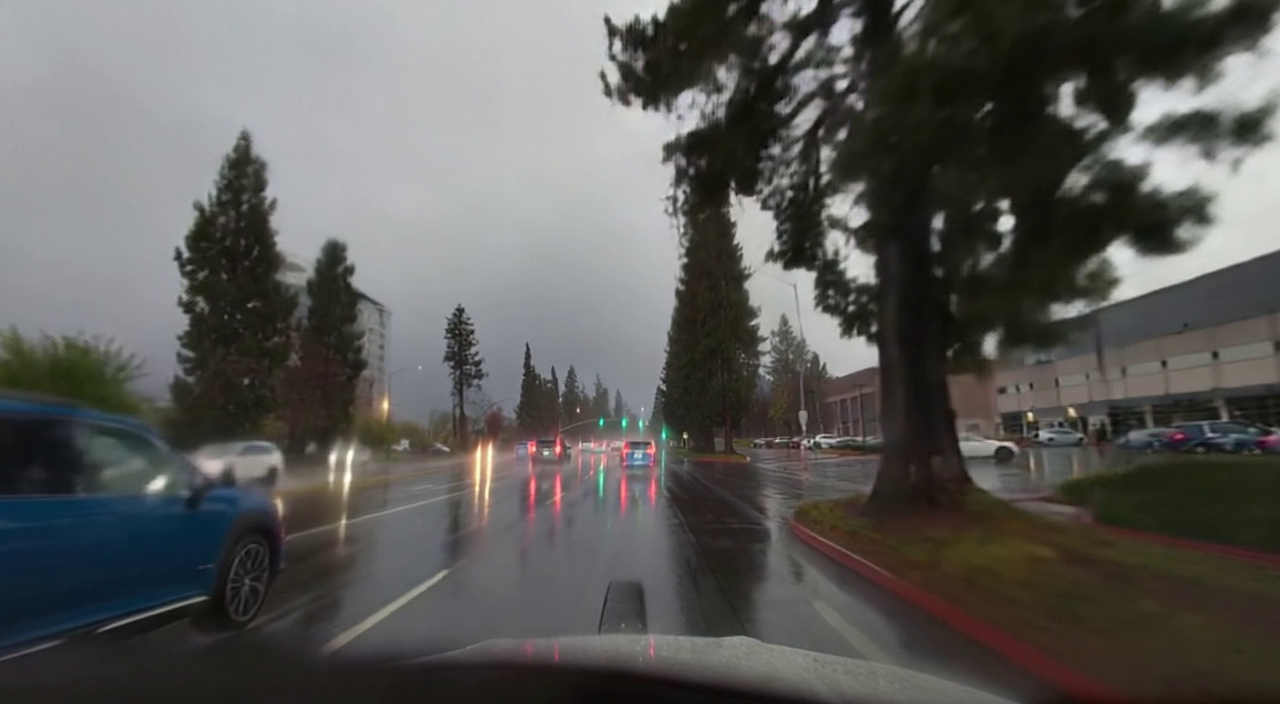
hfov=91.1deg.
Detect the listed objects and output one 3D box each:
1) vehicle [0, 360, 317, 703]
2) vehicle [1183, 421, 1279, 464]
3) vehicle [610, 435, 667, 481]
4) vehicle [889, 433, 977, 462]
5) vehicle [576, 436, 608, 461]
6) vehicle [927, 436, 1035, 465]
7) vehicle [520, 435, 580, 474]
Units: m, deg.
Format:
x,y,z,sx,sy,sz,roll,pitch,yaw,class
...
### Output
x,y,z,sx,sy,sz,roll,pitch,yaw,class
-3.751,0.928,3.107,2.070,1.641,4.152,0,-8,0,vehicle
28.723,4.270,29.559,4.173,1.920,2.168,0,-9,-1,vehicle
-0.049,4.101,24.516,2.042,1.641,4.187,0,-8,0,vehicle
17.391,5.684,37.365,4.290,1.664,1.893,1,-8,-4,vehicle
-3.604,7.343,47.701,2.047,1.810,4.414,0,-8,1,vehicle
17.640,5.123,32.578,4.460,1.449,1.959,0,-8,-2,vehicle
-4.132,4.799,29.617,2.113,1.713,4.422,0,-8,1,vehicle
